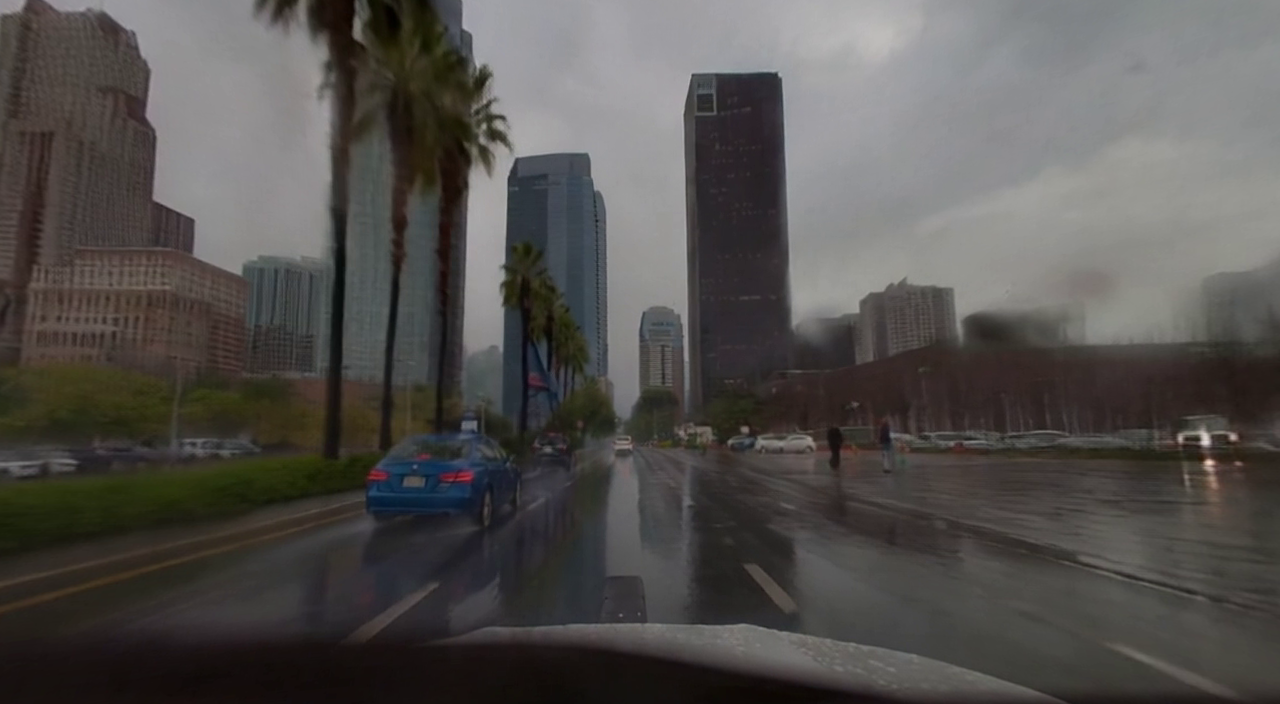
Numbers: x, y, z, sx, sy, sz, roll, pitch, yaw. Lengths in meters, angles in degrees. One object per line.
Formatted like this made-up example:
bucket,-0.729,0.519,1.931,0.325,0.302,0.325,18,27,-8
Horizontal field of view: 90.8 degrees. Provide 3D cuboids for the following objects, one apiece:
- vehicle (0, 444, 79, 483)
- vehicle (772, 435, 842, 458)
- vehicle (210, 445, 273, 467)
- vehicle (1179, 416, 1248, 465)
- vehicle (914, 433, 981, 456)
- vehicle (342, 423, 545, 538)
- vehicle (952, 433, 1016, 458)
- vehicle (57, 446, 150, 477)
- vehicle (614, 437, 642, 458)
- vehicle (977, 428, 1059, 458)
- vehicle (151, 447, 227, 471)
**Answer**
vehicle,-30.792,5.415,30.895,1.947,1.763,5.176,0,-8,-1
vehicle,12.717,7.239,48.368,4.749,1.522,1.905,-1,-9,-3
vehicle,-31.178,8.136,49.593,1.888,1.625,4.699,0,-8,0
vehicle,24.346,3.770,26.943,1.679,1.923,3.703,-6,-10,36
vehicle,20.292,6.145,41.917,1.976,1.431,4.774,-1,-8,-1
vehicle,-3.009,2.081,10.833,2.071,1.544,4.383,0,-8,0
vehicle,22.667,6.177,41.795,1.938,1.522,4.121,0,-8,2
vehicle,-31.117,6.336,36.831,1.835,1.664,3.972,-2,-9,2
vehicle,-0.902,7.131,47.198,2.004,1.465,3.713,0,-8,0
vehicle,24.967,6.068,42.043,2.147,1.886,5.603,0,-8,2
vehicle,-31.005,7.370,43.667,1.859,1.524,4.812,0,-8,-2
